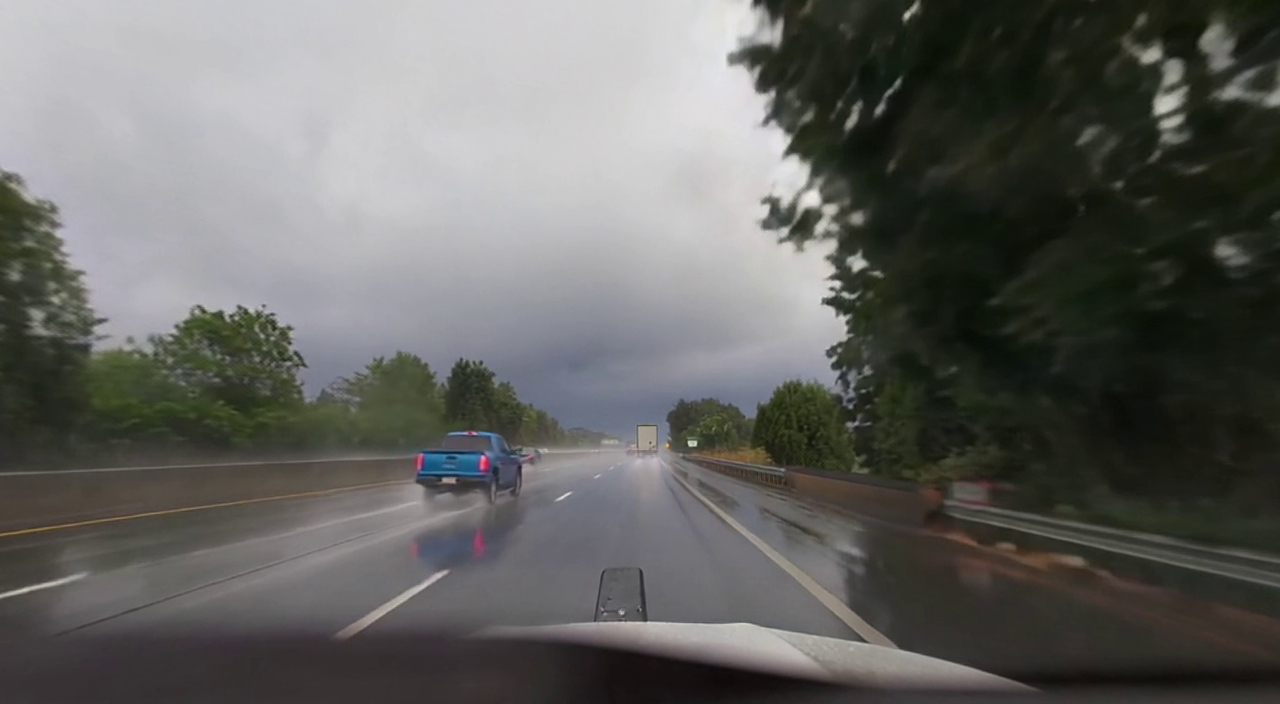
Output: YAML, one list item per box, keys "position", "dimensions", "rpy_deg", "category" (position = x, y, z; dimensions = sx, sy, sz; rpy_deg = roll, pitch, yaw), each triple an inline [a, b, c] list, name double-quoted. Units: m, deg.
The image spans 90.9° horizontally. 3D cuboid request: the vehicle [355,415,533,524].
- position: [-3.898, 2.483, 13.764]
  dimensions: [2.124, 1.888, 5.226]
  rpy_deg: [-1, -9, 1]
  category: "vehicle"
